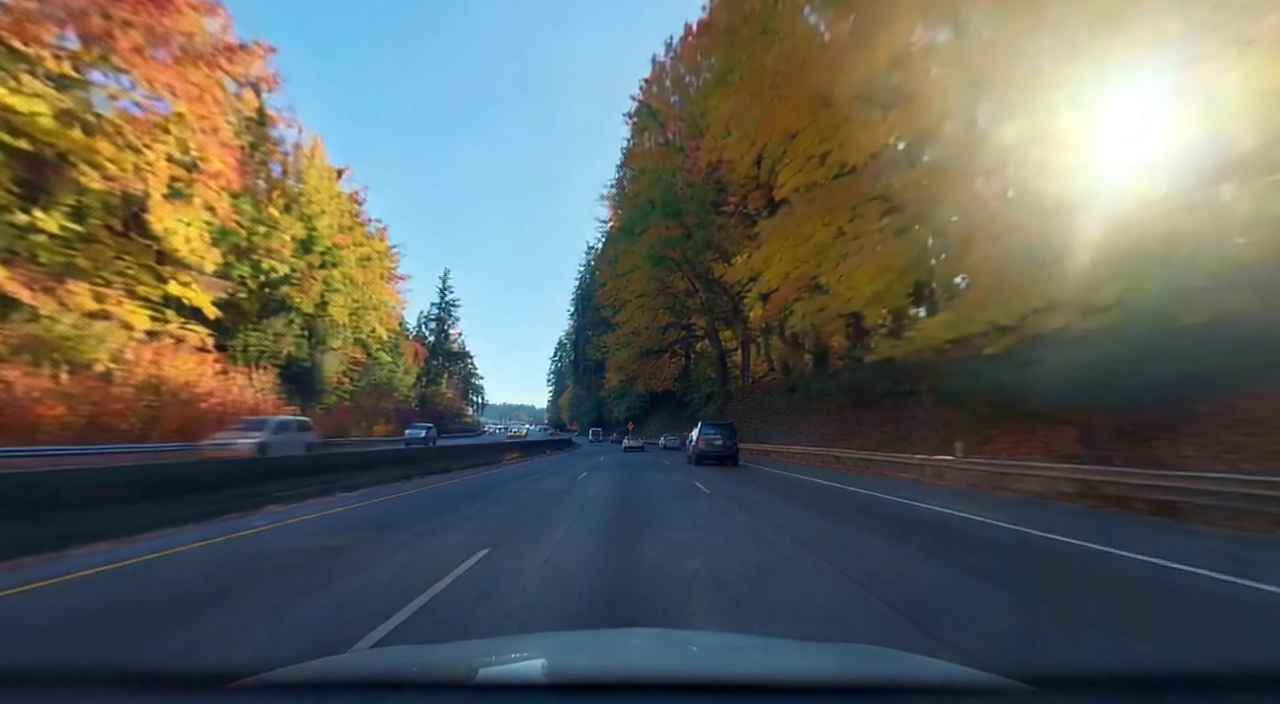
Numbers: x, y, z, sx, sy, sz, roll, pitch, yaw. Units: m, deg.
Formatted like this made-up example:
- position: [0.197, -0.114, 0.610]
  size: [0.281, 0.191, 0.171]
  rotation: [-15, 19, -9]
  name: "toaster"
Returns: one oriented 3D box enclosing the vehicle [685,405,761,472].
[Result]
- position: [3.473, 3.811, 27.690]
  size: [2.411, 2.614, 5.781]
  rotation: [0, -8, -1]
  name: "vehicle"
